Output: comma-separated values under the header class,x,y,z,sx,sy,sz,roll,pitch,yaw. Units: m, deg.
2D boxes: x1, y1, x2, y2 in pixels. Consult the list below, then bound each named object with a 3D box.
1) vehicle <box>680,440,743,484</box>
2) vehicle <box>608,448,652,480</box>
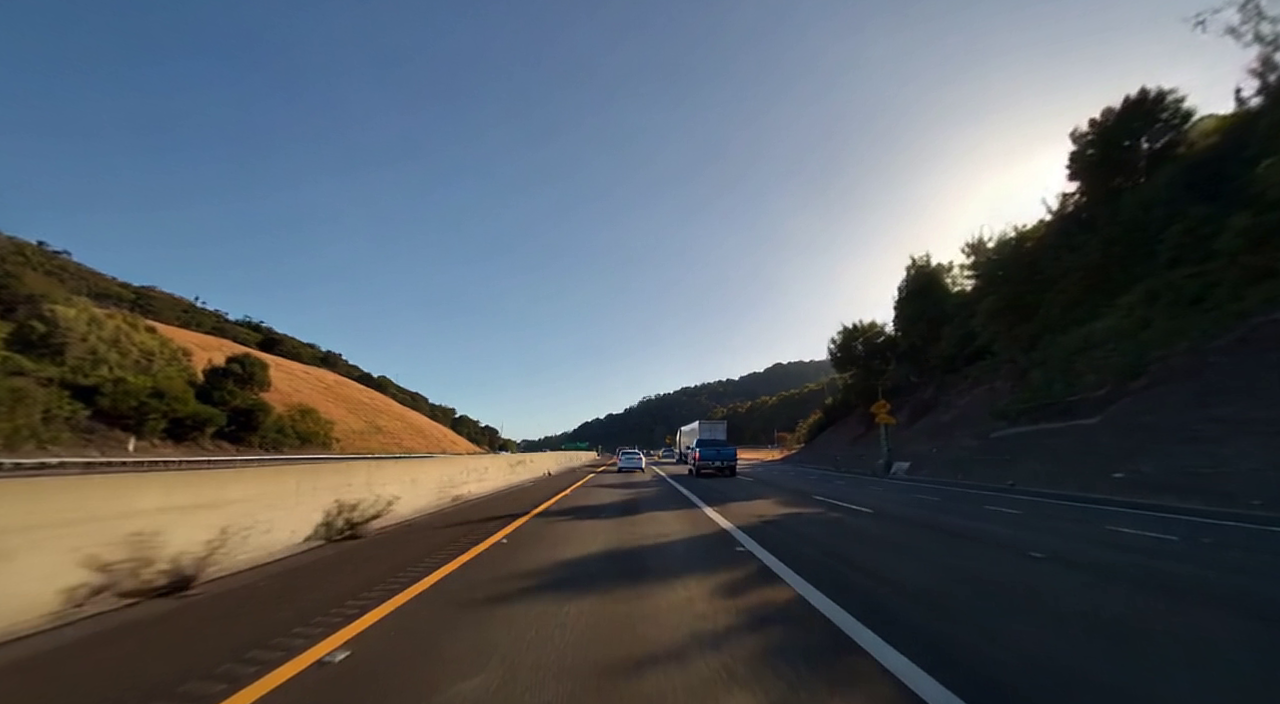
class,x,y,z,sx,sy,sz,roll,pitch,yaw
vehicle,3.096,4.887,28.369,2.098,1.794,4.561,0,-9,-2
vehicle,-0.499,5.512,31.405,2.083,1.477,3.965,0,-9,-1
